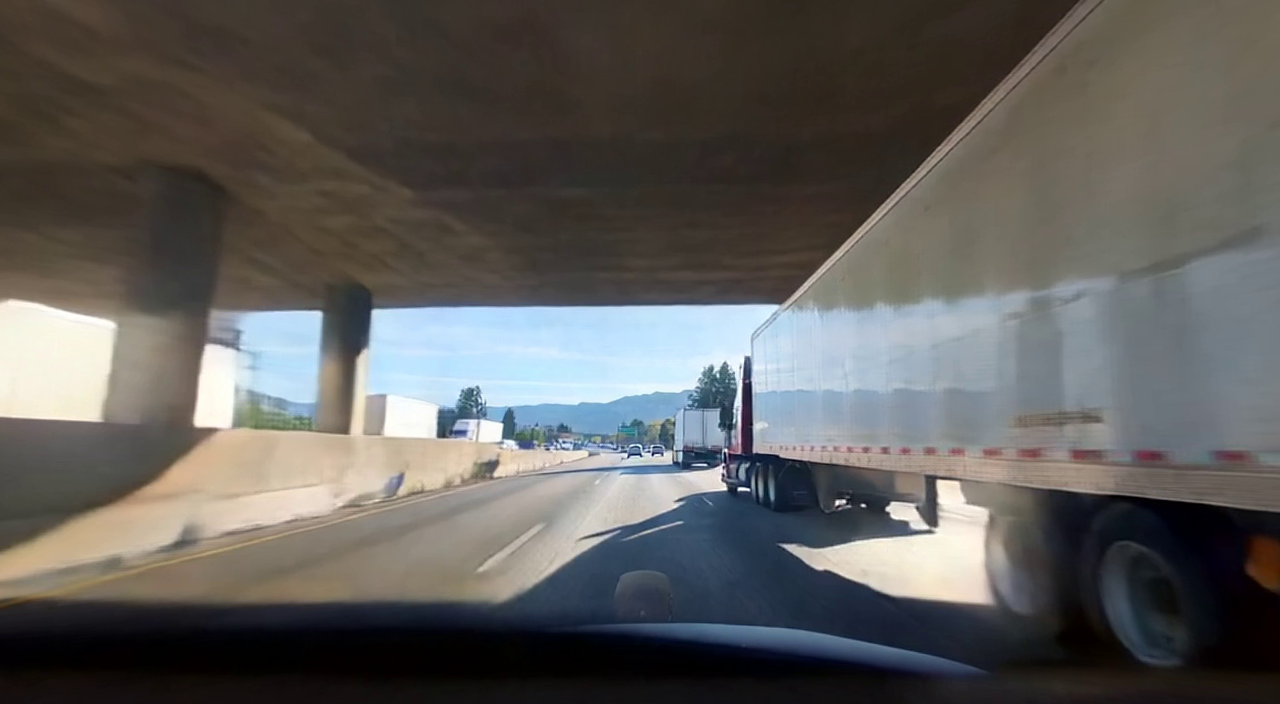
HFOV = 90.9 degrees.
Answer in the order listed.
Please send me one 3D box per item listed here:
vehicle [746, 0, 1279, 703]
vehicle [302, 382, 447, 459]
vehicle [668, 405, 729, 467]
[{"bbox_3d":[4.019,0.463,7.825,2.922,3.987,14.038,0,-9,0],"label":"vehicle"},{"bbox_3d":[-15.913,4.617,39.758,2.918,3.945,14.545,0,-9,0],"label":"vehicle"},{"bbox_3d":[4.116,6.563,48.211,2.881,3.995,14.382,0,-9,-2],"label":"vehicle"}]
